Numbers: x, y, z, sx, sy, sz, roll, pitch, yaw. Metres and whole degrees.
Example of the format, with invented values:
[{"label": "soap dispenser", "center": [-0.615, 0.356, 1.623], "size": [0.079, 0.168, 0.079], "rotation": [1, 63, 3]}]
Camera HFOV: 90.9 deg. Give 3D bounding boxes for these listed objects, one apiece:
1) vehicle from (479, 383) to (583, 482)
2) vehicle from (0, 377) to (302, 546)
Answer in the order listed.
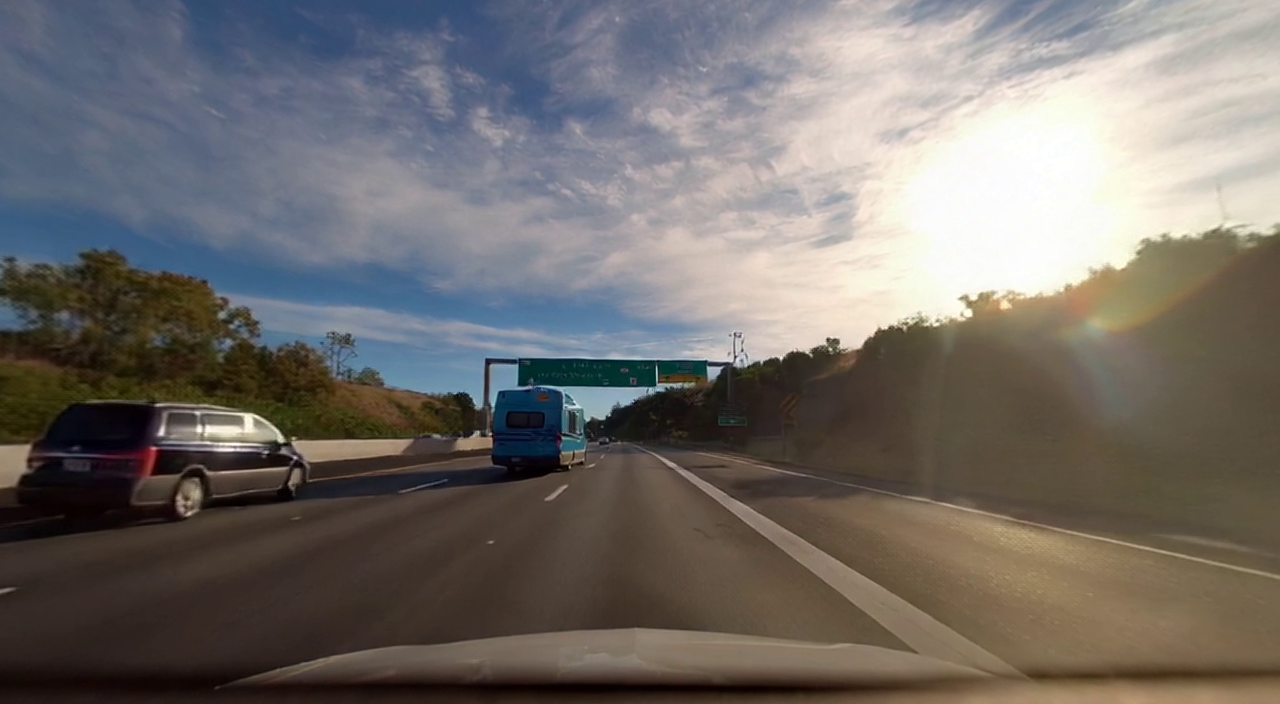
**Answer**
[{"label": "vehicle", "center": [-3.917, 3.121, 24.484], "size": [2.676, 3.269, 7.388], "rotation": [0, -7, 0]}, {"label": "vehicle", "center": [-7.092, 1.487, 9.160], "size": [2.045, 1.873, 4.202], "rotation": [0, -7, -1]}]
